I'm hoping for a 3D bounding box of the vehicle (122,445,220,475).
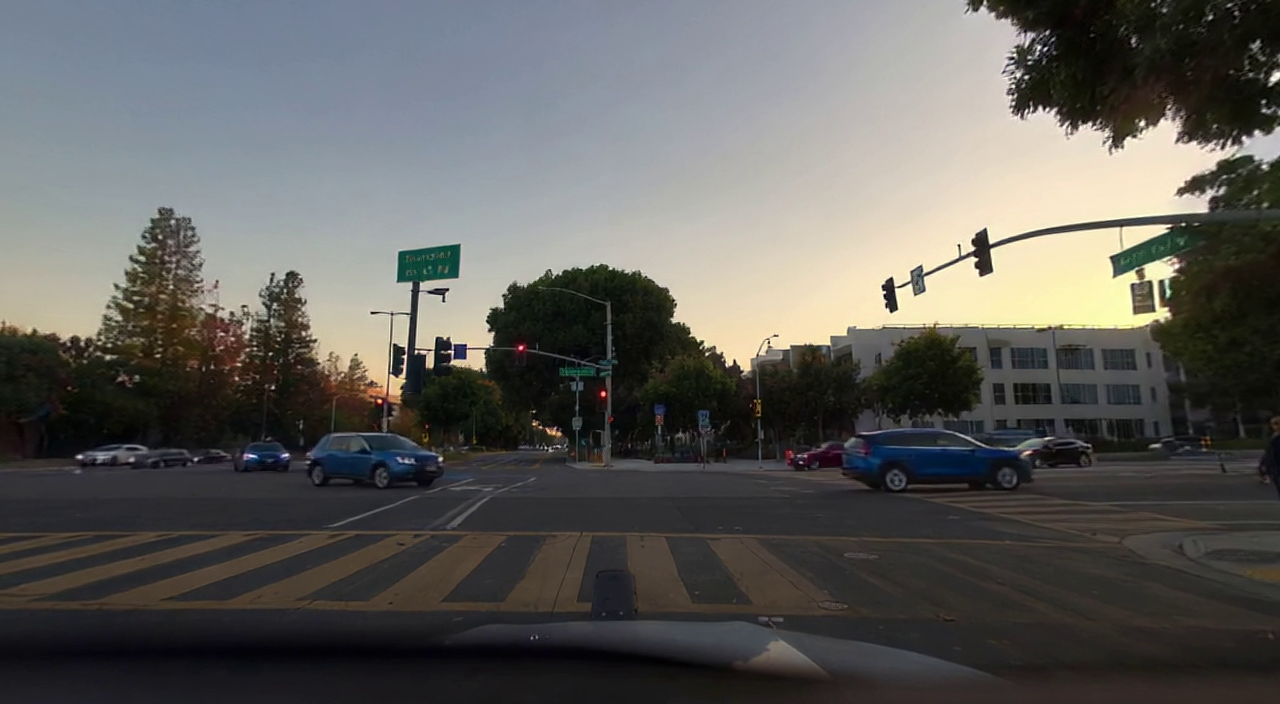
[{"bbox_3d":[-23.654,5.434,32.078,2.099,1.407,3.941,0,-8,-4],"label":"vehicle"}]

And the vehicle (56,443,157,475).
[{"bbox_3d":[-30.819,6.161,36.716,1.961,1.708,4.678,0,-8,-3],"label":"vehicle"}]

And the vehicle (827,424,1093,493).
[{"bbox_3d":[8.803,2.976,17.858,6.196,1.777,2.457,0,-8,-3],"label":"vehicle"}]

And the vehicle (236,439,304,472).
[{"bbox_3d":[-18.952,5.309,32.581,2.007,1.540,4.312,2,-9,-17],"label":"vehicle"}]

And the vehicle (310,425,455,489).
[{"bbox_3d":[-8.369,3.349,20.429,4.509,1.821,2.066,-6,-10,33],"label":"vehicle"}]

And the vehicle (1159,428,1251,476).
[{"bbox_3d":[22.728,3.993,25.346,4.780,1.719,2.156,8,-11,-43],"label":"vehicle"}]
